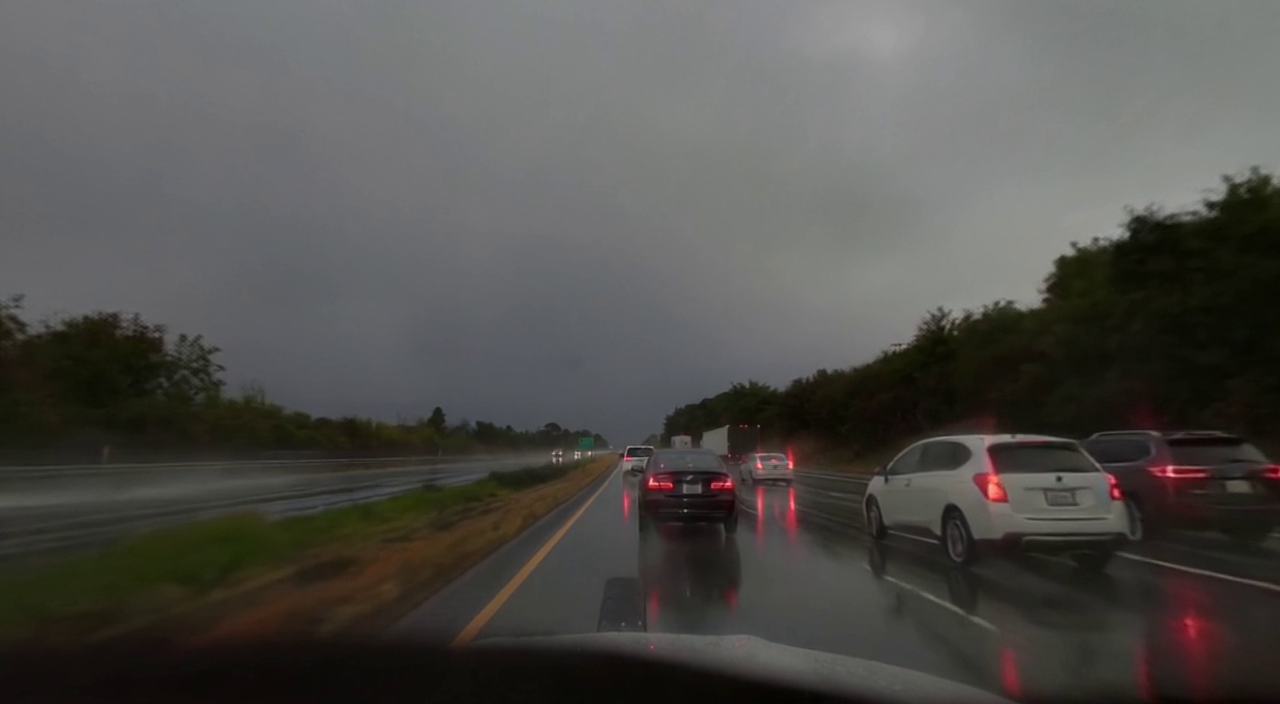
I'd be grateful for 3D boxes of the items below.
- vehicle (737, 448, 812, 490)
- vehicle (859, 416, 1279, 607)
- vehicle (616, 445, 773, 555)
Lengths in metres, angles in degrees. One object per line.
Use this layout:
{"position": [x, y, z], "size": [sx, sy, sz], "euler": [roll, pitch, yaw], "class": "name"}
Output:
{"position": [5.187, 4.546, 24.830], "size": [1.908, 1.500, 4.157], "euler": [0, -9, -2], "class": "vehicle"}
{"position": [4.615, 1.767, 7.931], "size": [1.998, 1.657, 4.604], "euler": [0, -9, -1], "class": "vehicle"}
{"position": [0.690, 2.261, 10.295], "size": [2.094, 1.426, 3.725], "euler": [0, -9, -1], "class": "vehicle"}
